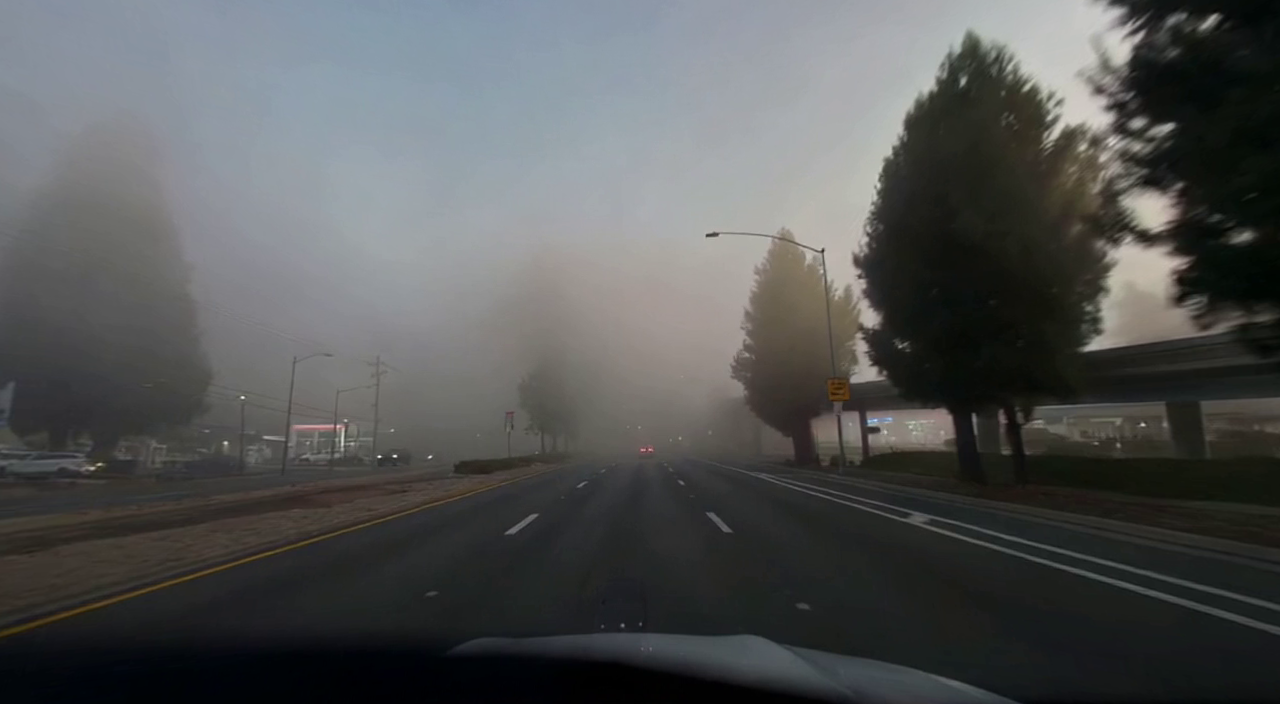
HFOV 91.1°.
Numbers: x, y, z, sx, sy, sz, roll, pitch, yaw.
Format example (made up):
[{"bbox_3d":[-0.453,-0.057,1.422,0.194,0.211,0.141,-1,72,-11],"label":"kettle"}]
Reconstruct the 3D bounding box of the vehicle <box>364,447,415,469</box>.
[{"bbox_3d":[-19.532,8.267,49.094,2.002,1.642,4.619,0,-8,1],"label":"vehicle"}]

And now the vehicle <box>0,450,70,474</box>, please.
[{"bbox_3d":[-45.324,8.091,46.278,4.534,1.702,1.993,0,-9,1],"label":"vehicle"}]
